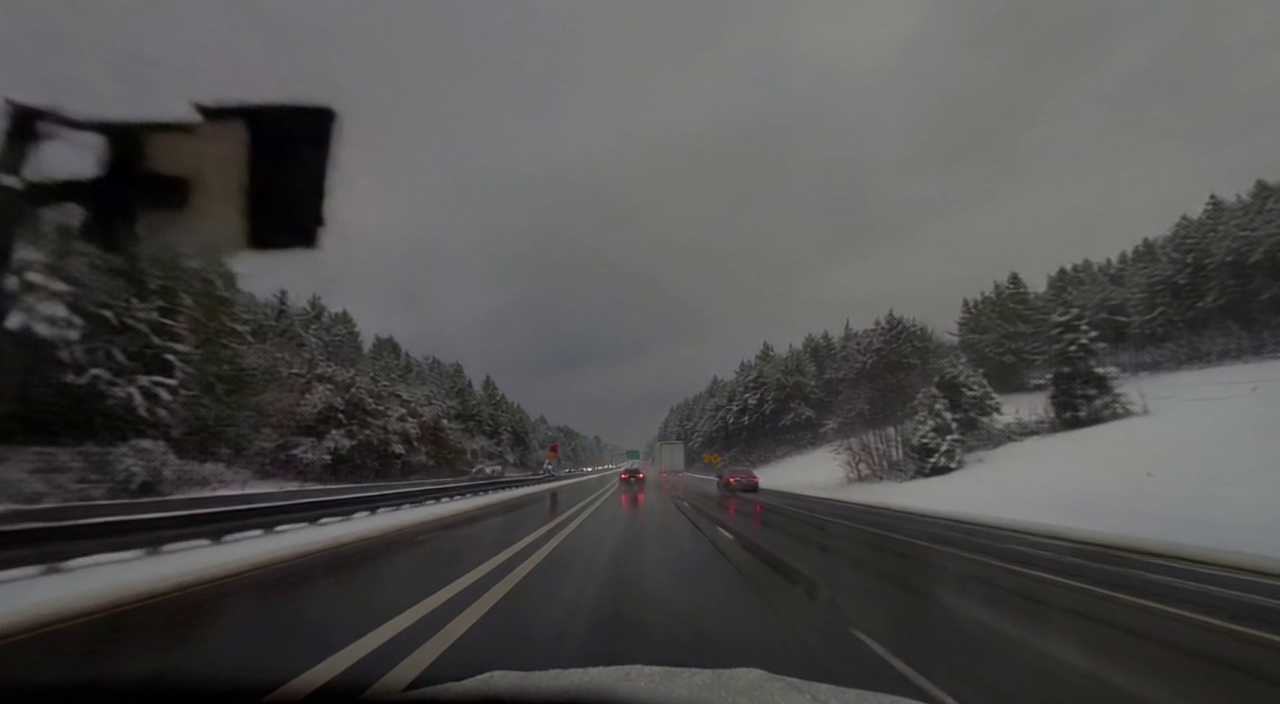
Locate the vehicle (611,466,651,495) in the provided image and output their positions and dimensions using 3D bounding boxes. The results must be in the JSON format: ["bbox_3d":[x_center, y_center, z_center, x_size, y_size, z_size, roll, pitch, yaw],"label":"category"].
[{"bbox_3d":[-0.455,6.898,34.061,2.010,1.436,3.973,1,-10,0],"label":"vehicle"}]

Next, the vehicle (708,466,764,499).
[{"bbox_3d":[4.662,6.413,31.217,1.897,1.476,4.334,1,-10,-2],"label":"vehicle"}]
